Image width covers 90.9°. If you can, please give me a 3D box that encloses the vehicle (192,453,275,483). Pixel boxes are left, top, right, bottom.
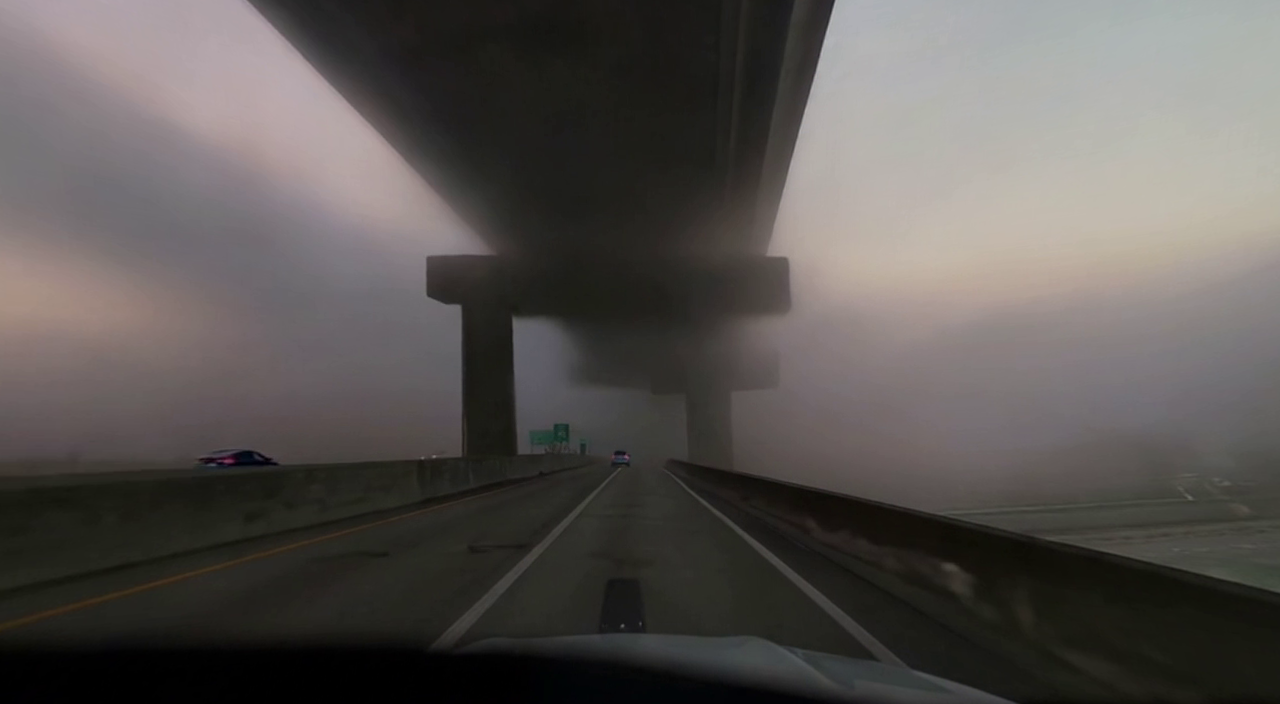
[{"bbox_3d":[-24.003,6.828,37.437,1.817,1.626,4.551,0,-9,1],"label":"vehicle"}]
